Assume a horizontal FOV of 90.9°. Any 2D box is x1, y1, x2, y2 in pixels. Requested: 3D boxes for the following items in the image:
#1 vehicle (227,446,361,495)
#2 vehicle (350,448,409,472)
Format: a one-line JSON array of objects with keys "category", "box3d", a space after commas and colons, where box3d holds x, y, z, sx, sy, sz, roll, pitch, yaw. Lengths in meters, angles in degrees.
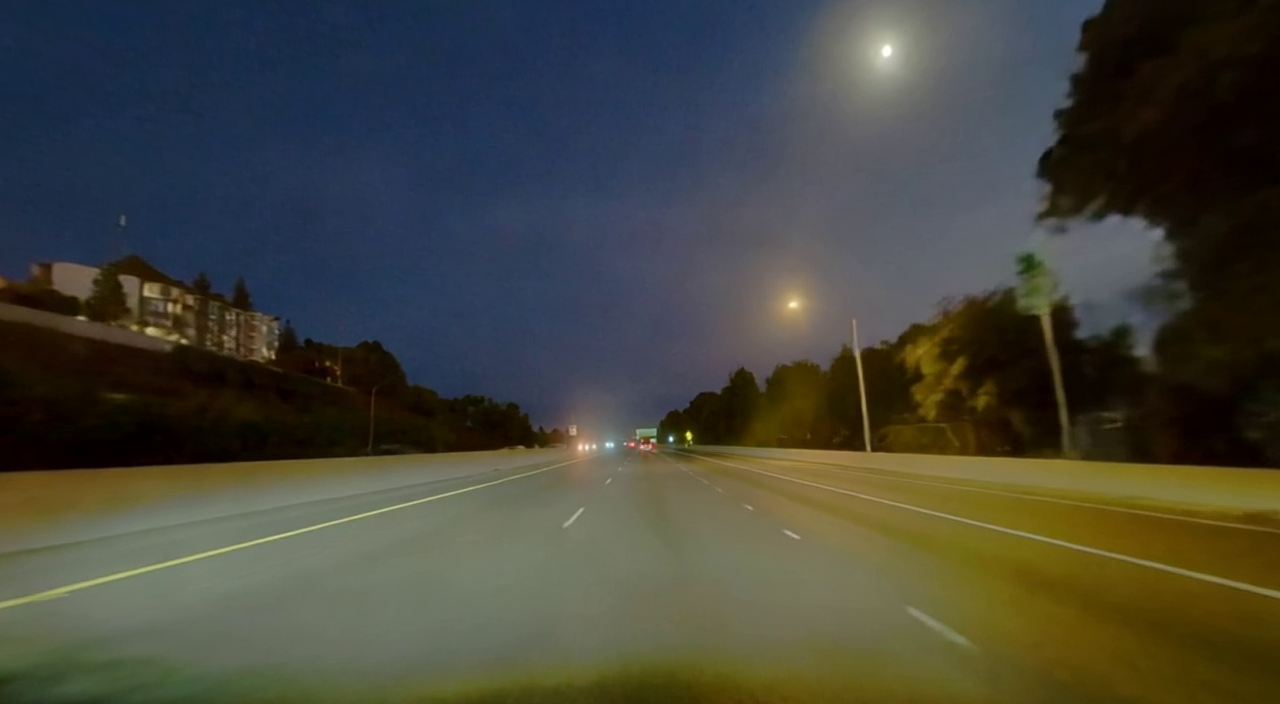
[{"category": "vehicle", "box3d": [-11.617, 3.974, 21.625, 1.916, 1.478, 4.645, 0, -8, 1]}, {"category": "vehicle", "box3d": [-17.617, 7.325, 42.956, 1.933, 1.508, 4.782, 0, -8, 1]}]
